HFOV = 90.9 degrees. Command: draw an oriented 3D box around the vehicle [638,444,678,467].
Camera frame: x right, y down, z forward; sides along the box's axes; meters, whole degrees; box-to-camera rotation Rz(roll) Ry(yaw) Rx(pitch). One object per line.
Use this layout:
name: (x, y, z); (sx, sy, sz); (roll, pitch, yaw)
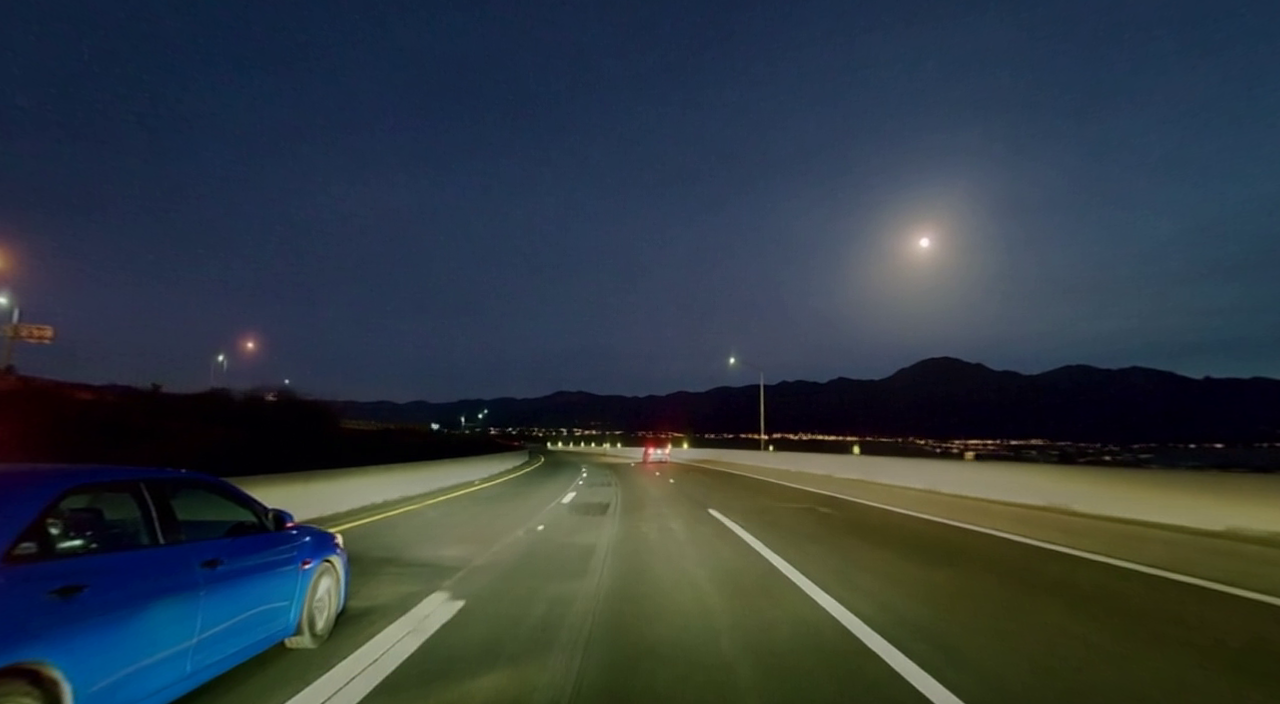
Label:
vehicle: (1.115, 6.900, 42.035); (1.985, 1.440, 4.466); (1, -9, -8)
